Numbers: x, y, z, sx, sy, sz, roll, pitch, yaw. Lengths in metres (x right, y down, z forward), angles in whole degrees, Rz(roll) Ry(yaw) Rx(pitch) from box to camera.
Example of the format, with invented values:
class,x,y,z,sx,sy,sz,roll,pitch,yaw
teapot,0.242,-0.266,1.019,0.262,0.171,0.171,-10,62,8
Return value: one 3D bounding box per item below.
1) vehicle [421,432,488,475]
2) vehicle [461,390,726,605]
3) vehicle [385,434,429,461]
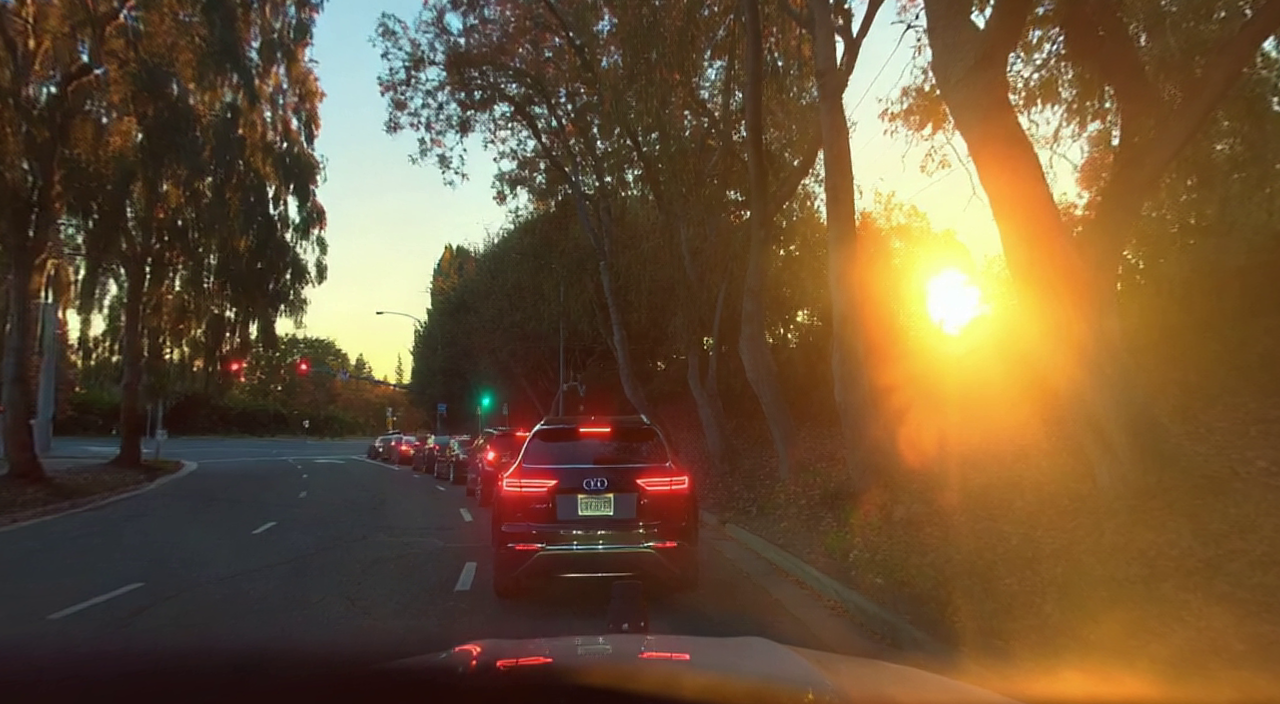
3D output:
class,x,y,z,sx,sy,sz,roll,pitch,yaw
vehicle,-7.294,3.922,24.491,1.902,1.536,3.662,4,-9,-25
vehicle,-0.682,1.455,7.194,2.134,1.671,4.147,1,-8,-10
vehicle,-13.737,5.595,36.908,1.863,1.488,4.426,4,-9,-26
